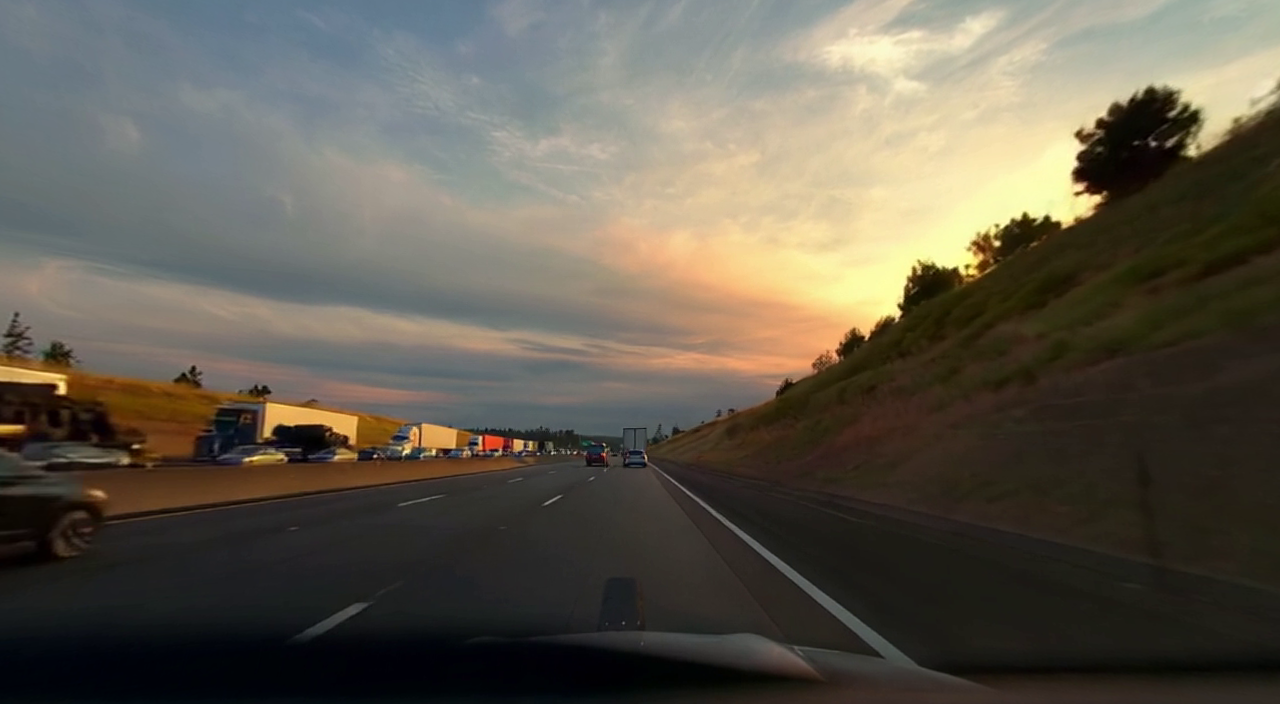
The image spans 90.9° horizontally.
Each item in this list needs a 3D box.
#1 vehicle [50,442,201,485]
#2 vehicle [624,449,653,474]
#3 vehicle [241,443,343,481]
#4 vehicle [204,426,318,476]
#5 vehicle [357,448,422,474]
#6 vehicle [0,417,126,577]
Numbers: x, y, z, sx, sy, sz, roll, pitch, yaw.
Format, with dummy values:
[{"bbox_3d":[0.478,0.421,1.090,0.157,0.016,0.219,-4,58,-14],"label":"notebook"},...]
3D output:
[{"bbox_3d":[-19.306,4.196,23.986,1.948,1.434,4.490,0,-9,0],"label":"vehicle"},{"bbox_3d":[-0.128,7.819,45.057,2.009,1.657,3.962,0,-9,-1],"label":"vehicle"},{"bbox_3d":[-14.389,4.572,26.368,1.891,1.426,4.156,0,-9,-1],"label":"vehicle"},{"bbox_3d":[-19.109,5.053,32.241,2.223,2.287,5.862,0,-9,-1],"label":"vehicle"},{"bbox_3d":[-14.562,6.353,36.918,1.976,1.423,4.416,0,-9,0],"label":"vehicle"},{"bbox_3d":[-7.632,1.385,5.768,2.004,1.629,4.506,0,-9,0],"label":"vehicle"}]
